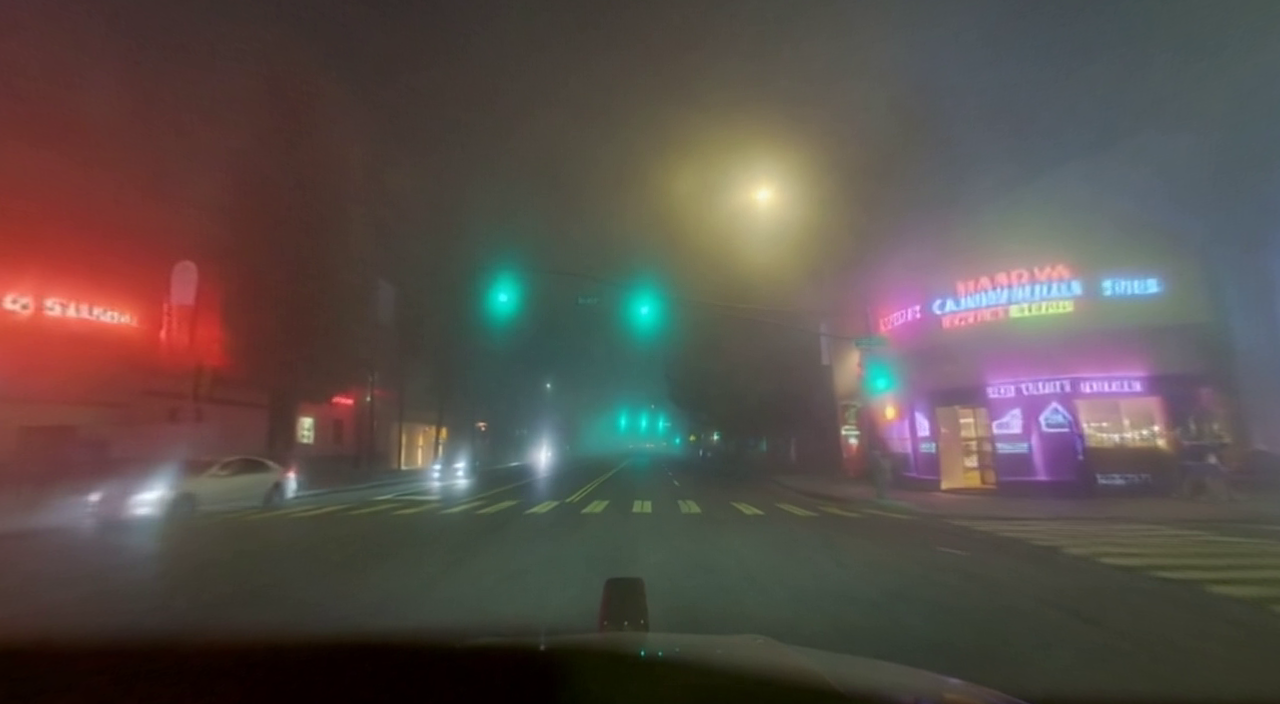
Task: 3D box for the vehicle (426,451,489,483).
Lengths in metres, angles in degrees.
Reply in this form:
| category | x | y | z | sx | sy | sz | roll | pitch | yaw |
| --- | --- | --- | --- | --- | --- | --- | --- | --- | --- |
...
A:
| category | x | y | z | sx | sy | sz | roll | pitch | yaw |
| --- | --- | --- | --- | --- | --- | --- | --- | --- | --- |
| vehicle | -9.172 | 5.770 | 31.999 | 1.913 | 1.457 | 4.048 | 0 | -8 | 1 |

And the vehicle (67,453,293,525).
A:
| category | x | y | z | sx | sy | sz | roll | pitch | yaw |
| --- | --- | --- | --- | --- | --- | --- | --- | --- | --- |
| vehicle | -11.760 | 3.459 | 16.539 | 1.919 | 1.518 | 4.360 | -3 | -9 | 20 |
